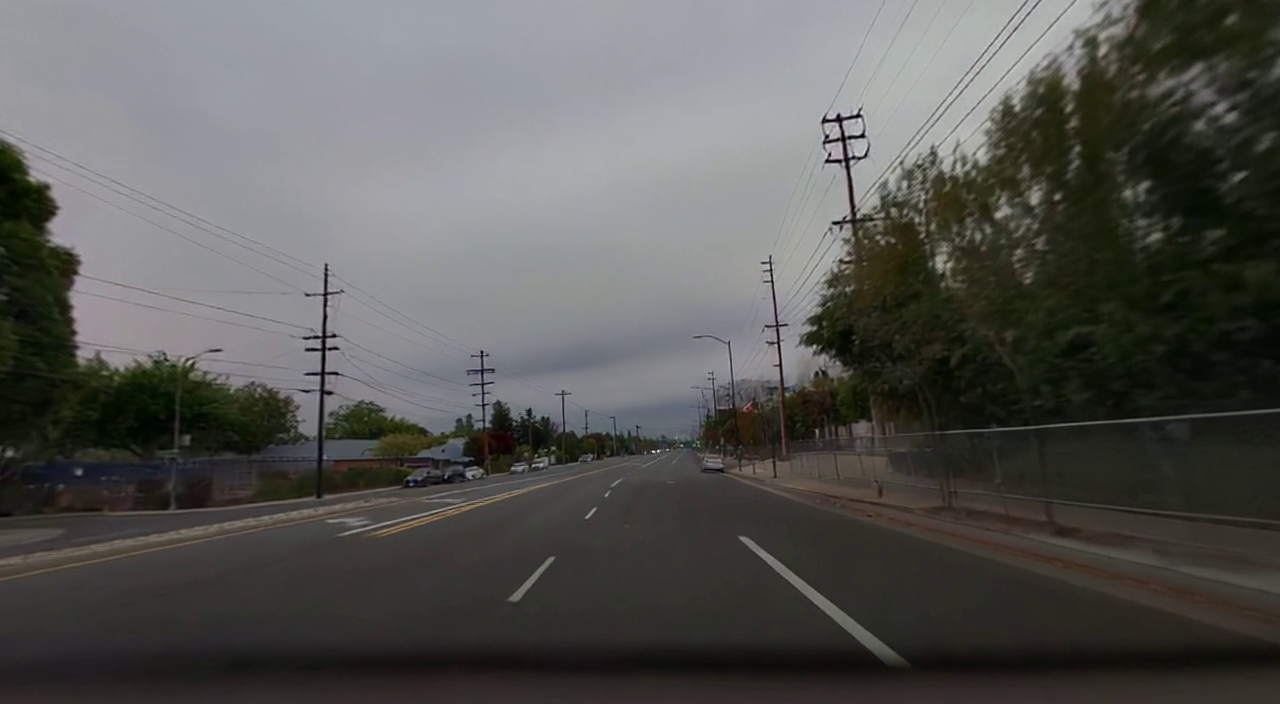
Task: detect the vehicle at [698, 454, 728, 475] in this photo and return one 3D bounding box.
[{"bbox_3d":[5.669,8.784,49.629,2.002,1.459,4.357,-1,-9,2],"label":"vehicle"}]

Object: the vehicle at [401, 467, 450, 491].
[{"bbox_3d":[-16.270,9.631,48.164,1.892,1.515,4.622,-7,-11,2],"label":"vehicle"}]
